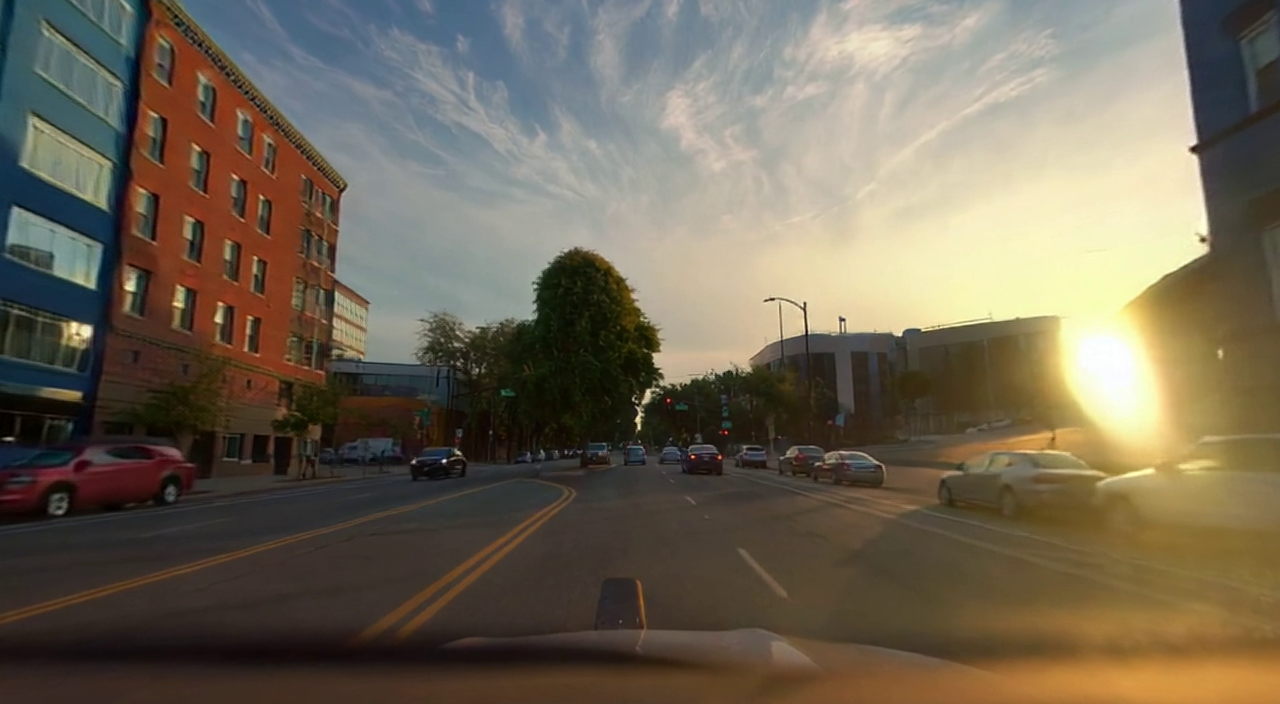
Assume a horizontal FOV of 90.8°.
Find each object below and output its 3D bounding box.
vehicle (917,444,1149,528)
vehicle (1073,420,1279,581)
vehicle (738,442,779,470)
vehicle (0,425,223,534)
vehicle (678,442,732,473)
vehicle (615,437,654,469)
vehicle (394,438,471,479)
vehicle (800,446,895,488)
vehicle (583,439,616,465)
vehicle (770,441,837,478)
[{"bbox_3d":[8.201,2.783,13.874,2.072,1.479,4.603,0,-8,-1],"label":"vehicle"},{"bbox_3d":[8.188,1.749,7.715,2.310,1.753,4.814,0,-9,-1],"label":"vehicle"},{"bbox_3d":[8.008,7.040,43.069,1.959,1.719,4.538,1,-7,0],"label":"vehicle"},{"bbox_3d":[-14.412,3.151,16.296,2.822,2.230,6.145,0,-9,3],"label":"vehicle"},{"bbox_3d":[3.270,5.451,32.969,2.238,1.499,4.964,0,-8,-1],"label":"vehicle"},{"bbox_3d":[-0.336,6.277,39.551,2.329,1.842,4.537,0,-8,0],"label":"vehicle"},{"bbox_3d":[-9.956,5.135,30.761,2.212,1.784,4.626,0,-8,0],"label":"vehicle"},{"bbox_3d":[8.111,4.520,25.220,2.054,1.455,4.786,0,-8,-1],"label":"vehicle"},{"bbox_3d":[-3.005,7.380,46.587,2.297,1.812,4.244,0,-8,-4],"label":"vehicle"},{"bbox_3d":[7.983,5.252,31.350,1.963,1.649,4.562,1,-8,-2],"label":"vehicle"}]
